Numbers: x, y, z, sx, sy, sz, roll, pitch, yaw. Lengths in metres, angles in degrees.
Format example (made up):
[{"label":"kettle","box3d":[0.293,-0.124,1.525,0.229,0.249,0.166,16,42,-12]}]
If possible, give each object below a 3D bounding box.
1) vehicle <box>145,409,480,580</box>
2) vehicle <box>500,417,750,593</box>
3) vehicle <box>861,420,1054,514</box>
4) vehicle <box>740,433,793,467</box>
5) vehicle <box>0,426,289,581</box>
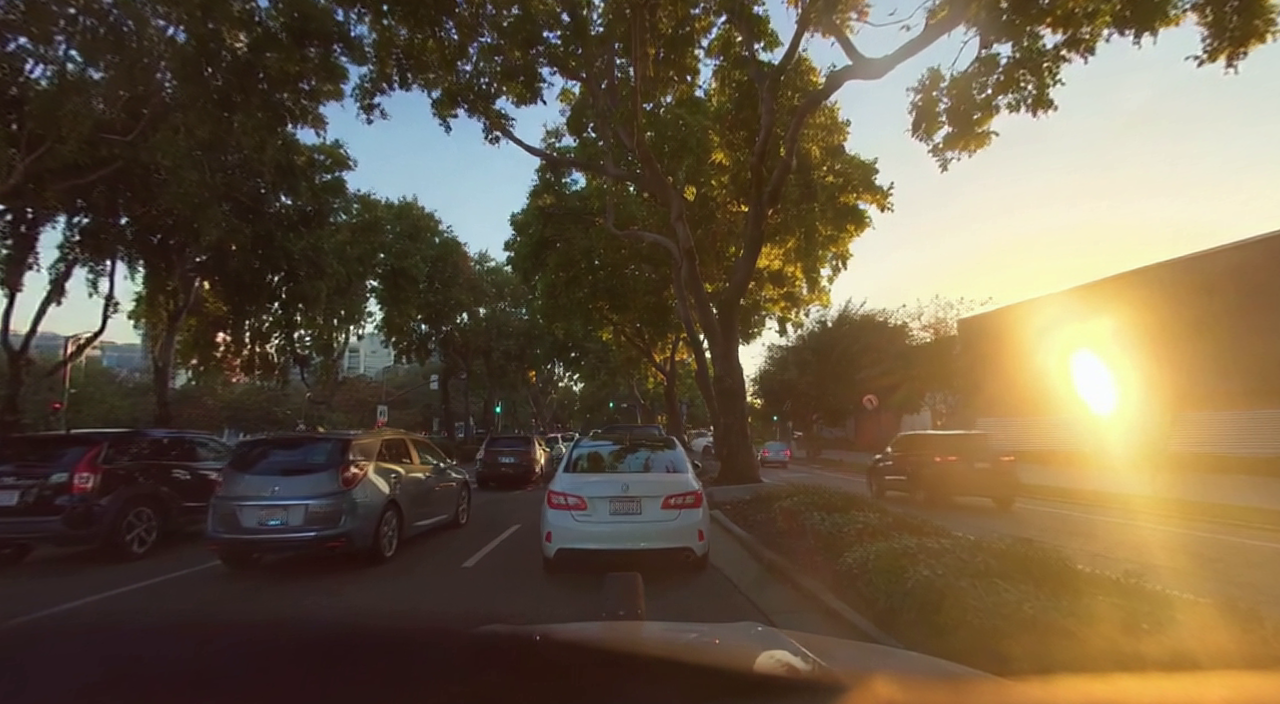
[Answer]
[{"label":"vehicle","box3d":[-3.706,1.697,8.307,2.009,1.619,4.376,0,-9,1]},{"label":"vehicle","box3d":[-0.166,1.641,7.642,2.161,1.501,4.184,0,-9,-1]},{"label":"vehicle","box3d":[6.326,2.342,13.234,1.895,1.633,4.030,0,-9,0]},{"label":"vehicle","box3d":[6.651,5.234,33.692,1.889,1.681,4.120,0,-9,-1]},{"label":"vehicle","box3d":[-6.952,1.818,8.468,1.860,1.491,4.586,0,-9,0]}]
